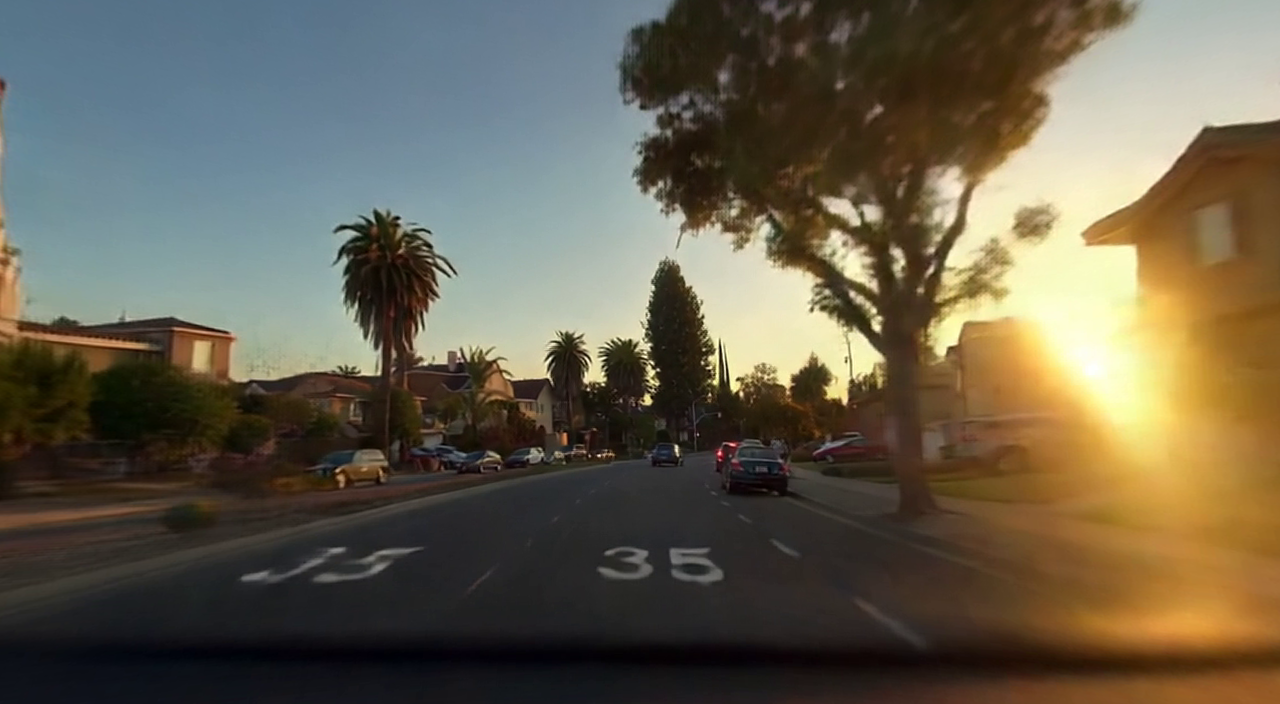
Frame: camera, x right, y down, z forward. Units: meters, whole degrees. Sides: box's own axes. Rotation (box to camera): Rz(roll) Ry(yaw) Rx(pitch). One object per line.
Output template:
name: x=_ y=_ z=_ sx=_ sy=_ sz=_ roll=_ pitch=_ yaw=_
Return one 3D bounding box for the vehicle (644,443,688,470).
vehicle: x=1.640 y=6.281 z=38.143 sx=2.035 sy=1.474 sz=4.284 roll=-2 pitch=-9 yaw=11

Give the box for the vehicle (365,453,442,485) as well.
vehicle: x=-12.540 y=6.190 z=33.793 sx=1.866 sy=1.501 sz=4.681 roll=-1 pitch=-9 yaw=7

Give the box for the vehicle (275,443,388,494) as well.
vehicle: x=-13.194 y=5.008 z=27.475 sx=2.131 sy=1.902 sz=4.924 roll=-3 pitch=-9 yaw=5

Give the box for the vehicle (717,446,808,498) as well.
vehicle: x=3.662 y=3.661 z=19.766 sx=2.037 sy=1.425 sz=4.621 roll=0 pitch=-9 yaw=1

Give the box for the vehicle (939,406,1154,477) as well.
vehicle: x=13.087 y=2.979 z=20.861 sx=5.550 sy=2.066 sz=2.288 roll=-5 pitch=-10 yaw=29

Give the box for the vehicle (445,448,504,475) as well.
vehicle: x=-11.231 y=7.461 z=43.240 sx=1.967 sy=1.736 sz=4.730 roll=-2 pitch=-9 yaw=11

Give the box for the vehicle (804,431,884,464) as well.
vehicle: x=12.832 y=6.081 z=40.001 sx=4.557 sy=1.795 sz=1.986 roll=-5 pitch=-10 yaw=16
